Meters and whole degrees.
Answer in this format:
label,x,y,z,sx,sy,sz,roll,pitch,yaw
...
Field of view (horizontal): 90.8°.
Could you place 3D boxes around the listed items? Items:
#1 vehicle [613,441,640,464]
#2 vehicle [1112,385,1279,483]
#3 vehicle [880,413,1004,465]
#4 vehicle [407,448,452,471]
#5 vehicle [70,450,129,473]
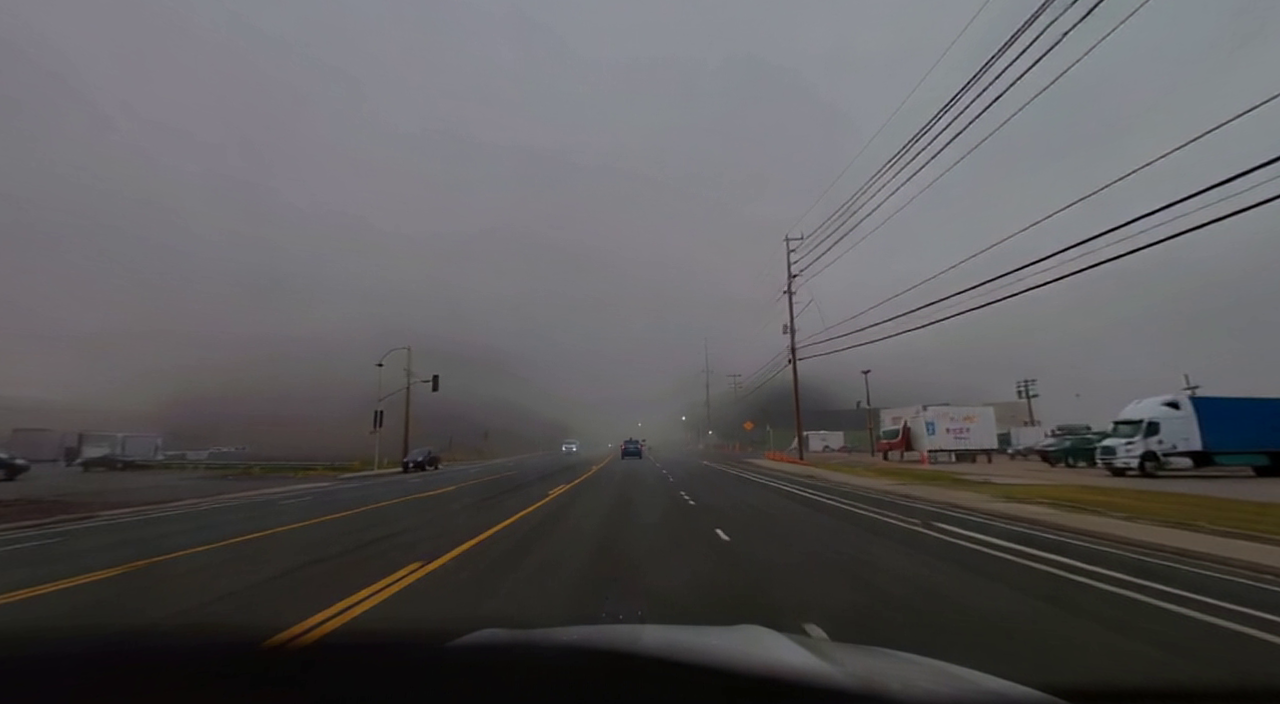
label,x,y,z,sx,sy,sz,roll,pitch,yaw
vehicle,-0.960,7.467,47.076,1.937,1.588,3.746,0,-8,0
vehicle,24.611,3.304,25.366,8.701,3.665,2.906,0,-8,1
vehicle,22.135,6.447,46.604,7.478,3.666,2.863,0,-8,0
vehicle,-16.151,8.224,48.621,1.936,1.555,4.533,-1,-8,0
vehicle,-37.788,7.638,44.148,4.343,1.483,1.916,-6,-10,34
